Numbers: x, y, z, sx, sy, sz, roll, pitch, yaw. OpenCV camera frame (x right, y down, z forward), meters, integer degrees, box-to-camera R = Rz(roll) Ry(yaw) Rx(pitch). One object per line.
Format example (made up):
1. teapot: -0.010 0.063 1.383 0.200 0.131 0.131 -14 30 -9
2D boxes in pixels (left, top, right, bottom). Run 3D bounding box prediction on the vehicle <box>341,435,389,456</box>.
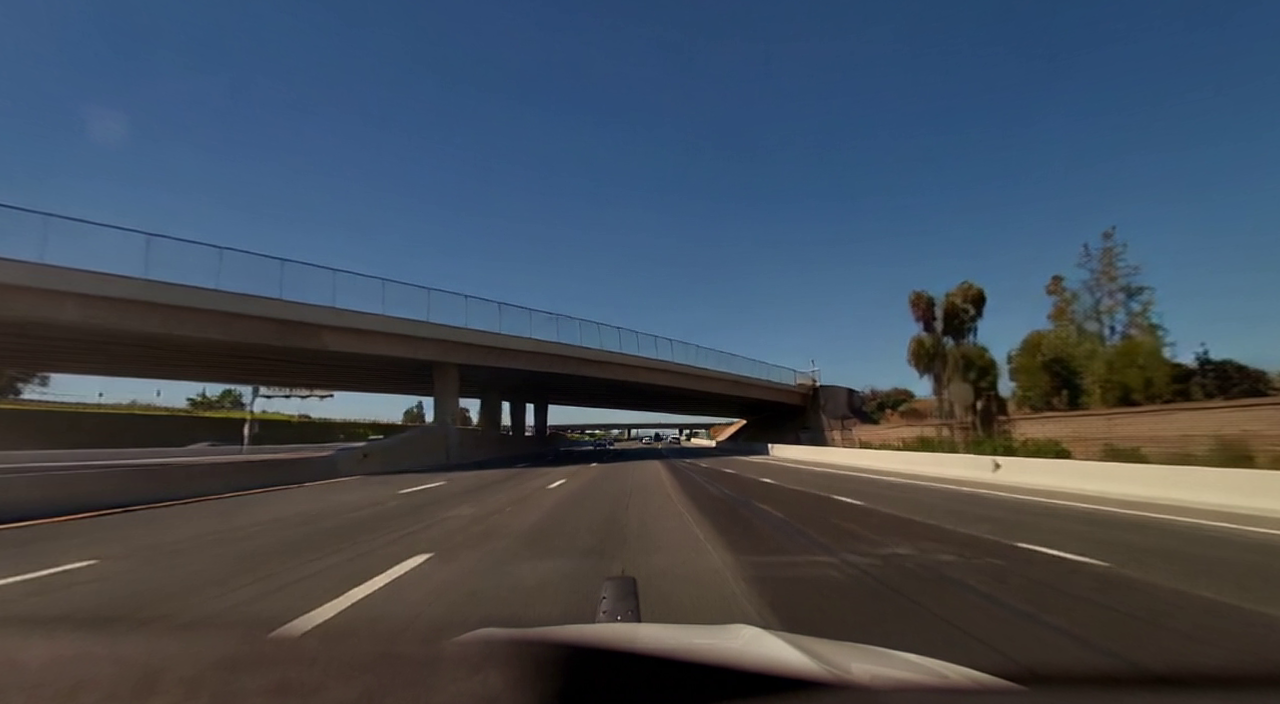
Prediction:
1. vehicle: -21.295 7.239 48.849 1.826 1.518 4.178 0 -8 1
